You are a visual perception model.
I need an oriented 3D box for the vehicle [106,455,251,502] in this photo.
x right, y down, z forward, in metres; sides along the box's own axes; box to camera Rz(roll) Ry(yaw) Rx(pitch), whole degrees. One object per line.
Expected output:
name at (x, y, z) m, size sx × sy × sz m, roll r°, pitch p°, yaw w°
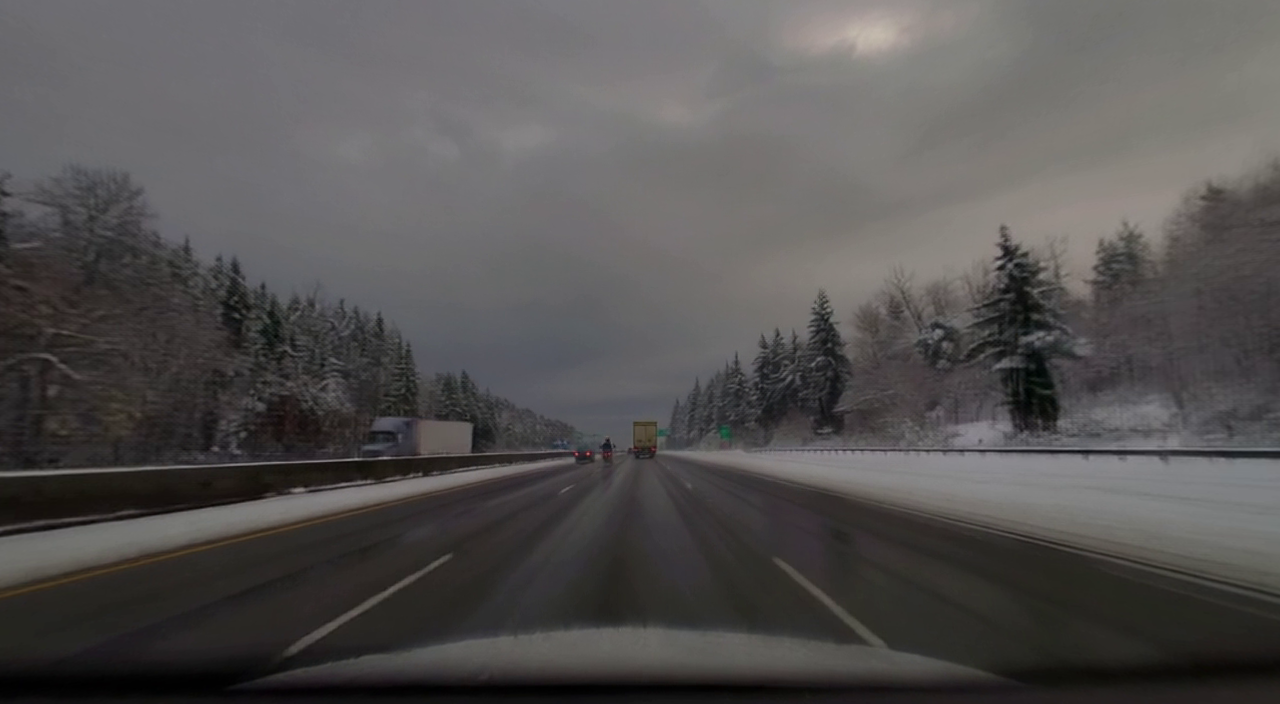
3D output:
vehicle at (-16.486, 4.515, 22.859) m, size 1.845 × 1.469 × 4.318 m, roll 0°, pitch -9°, yaw 2°

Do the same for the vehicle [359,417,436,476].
vehicle at (-17.192, 6.742, 45.191) m, size 3.007 × 3.936 × 5.906 m, roll 0°, pitch -8°, yaw 1°

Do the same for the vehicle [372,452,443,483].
vehicle at (-12.422, 6.181, 33.985) m, size 2.032 × 1.455 × 4.500 m, roll 0°, pitch -9°, yaw 1°
